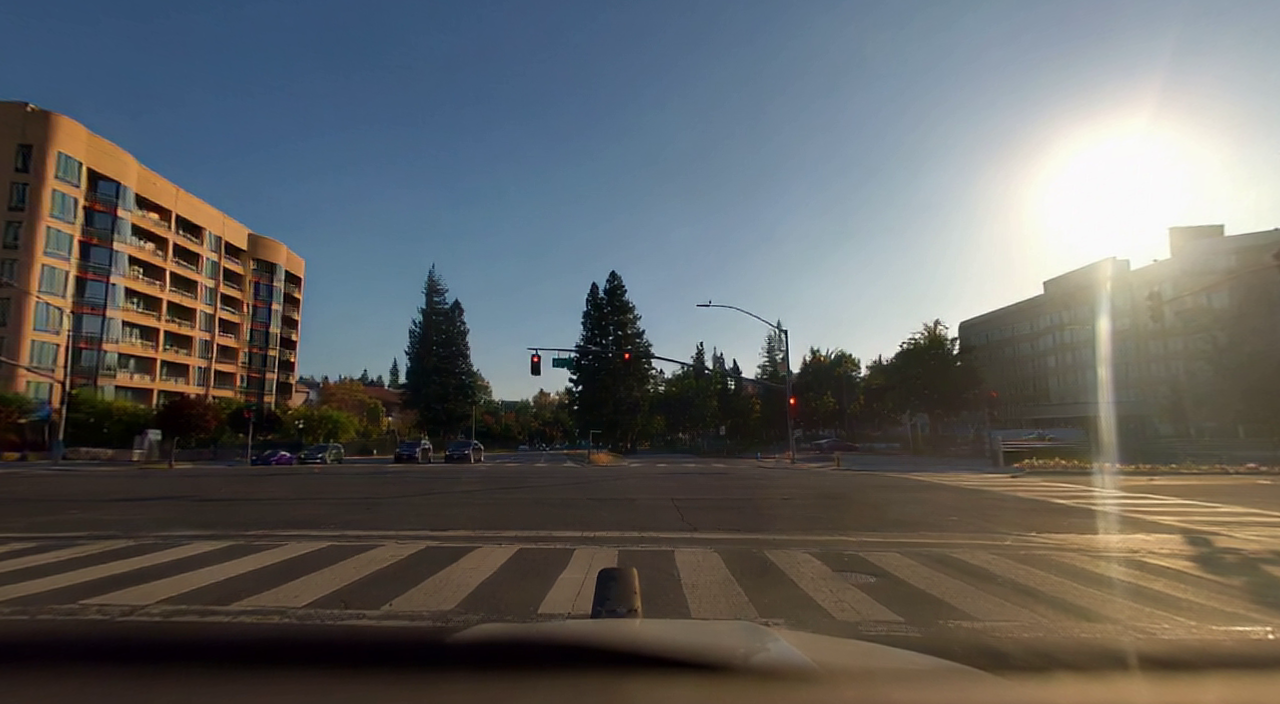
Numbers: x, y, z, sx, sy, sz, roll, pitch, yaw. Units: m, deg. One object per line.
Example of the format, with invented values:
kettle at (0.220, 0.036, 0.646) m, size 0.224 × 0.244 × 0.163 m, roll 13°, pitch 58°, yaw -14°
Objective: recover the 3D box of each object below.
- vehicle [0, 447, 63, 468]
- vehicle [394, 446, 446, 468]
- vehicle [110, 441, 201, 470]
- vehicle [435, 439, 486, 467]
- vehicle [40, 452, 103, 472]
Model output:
vehicle at (-45.258, 7.773, 46.602) m, size 1.858 × 1.467 × 3.624 m, roll 0°, pitch -8°, yaw 1°
vehicle at (-15.510, 7.419, 44.798) m, size 2.056 × 1.450 × 4.343 m, roll 0°, pitch -8°, yaw 0°
vehicle at (-34.911, 7.426, 45.746) m, size 2.204 × 1.955 × 5.518 m, roll 0°, pitch -8°, yaw 0°
vehicle at (-11.974, 6.771, 42.405) m, size 2.080 × 1.763 × 4.341 m, roll 0°, pitch -8°, yaw 1°
vehicle at (-41.606, 8.037, 46.320) m, size 1.552 × 1.339 × 3.340 m, roll -2°, pitch -9°, yaw -1°
